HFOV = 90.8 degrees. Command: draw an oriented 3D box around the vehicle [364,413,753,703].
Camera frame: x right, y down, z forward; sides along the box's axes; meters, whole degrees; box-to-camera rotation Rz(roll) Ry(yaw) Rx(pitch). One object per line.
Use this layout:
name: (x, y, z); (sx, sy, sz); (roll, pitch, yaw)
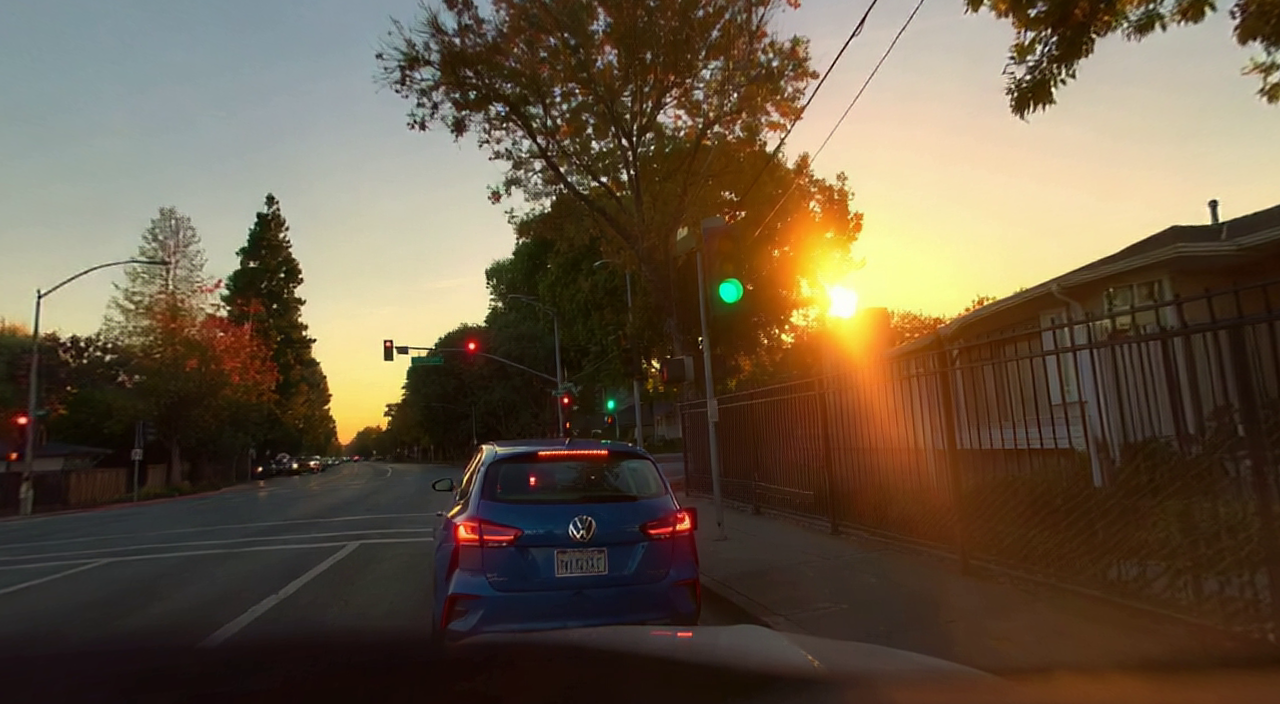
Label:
vehicle: (-0.670, 1.361, 5.227); (2.024, 1.502, 3.702); (1, -9, -9)
